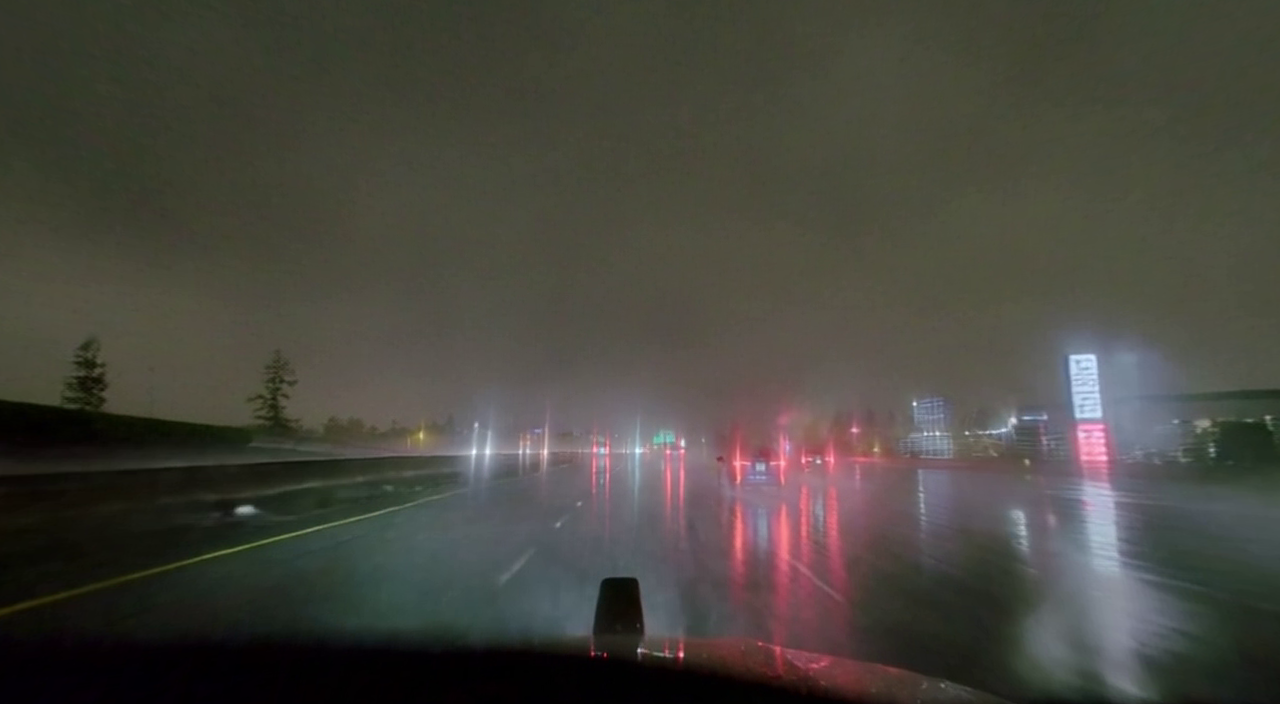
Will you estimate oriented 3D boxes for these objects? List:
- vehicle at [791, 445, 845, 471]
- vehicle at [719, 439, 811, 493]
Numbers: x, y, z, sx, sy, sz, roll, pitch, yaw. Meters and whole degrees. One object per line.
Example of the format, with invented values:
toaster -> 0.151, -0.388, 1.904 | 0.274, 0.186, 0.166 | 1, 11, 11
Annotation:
vehicle -> 11.045, 6.583, 39.427 | 2.019, 1.529, 4.385 | 0, -8, -1
vehicle -> 3.812, 3.549, 20.000 | 1.961, 1.504, 4.094 | 0, -8, -1
